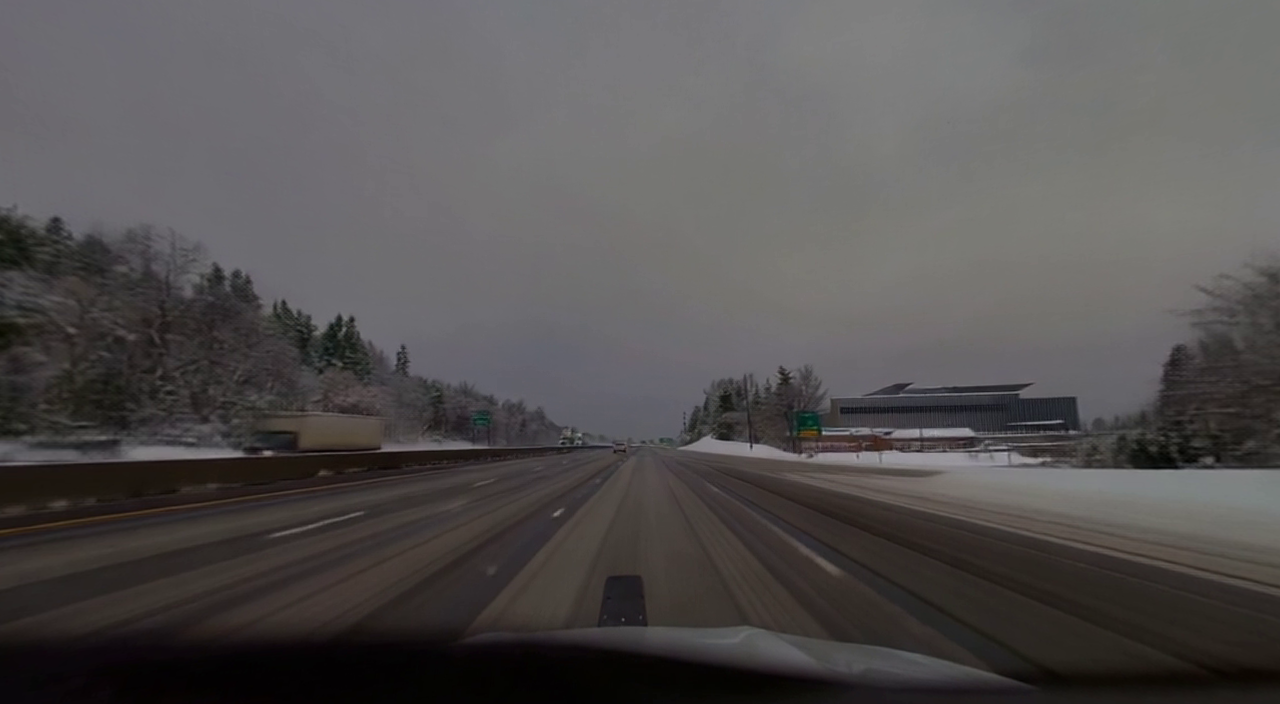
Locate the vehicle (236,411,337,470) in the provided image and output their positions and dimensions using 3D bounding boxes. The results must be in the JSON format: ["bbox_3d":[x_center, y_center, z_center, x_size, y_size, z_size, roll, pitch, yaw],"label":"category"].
[{"bbox_3d":[-25.908,6.608,46.831,2.987,3.999,7.547,0,-8,0],"label":"vehicle"}]

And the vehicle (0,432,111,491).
[{"bbox_3d":[-21.879,3.719,21.668,2.217,1.903,5.916,0,-8,0],"label":"vehicle"}]
